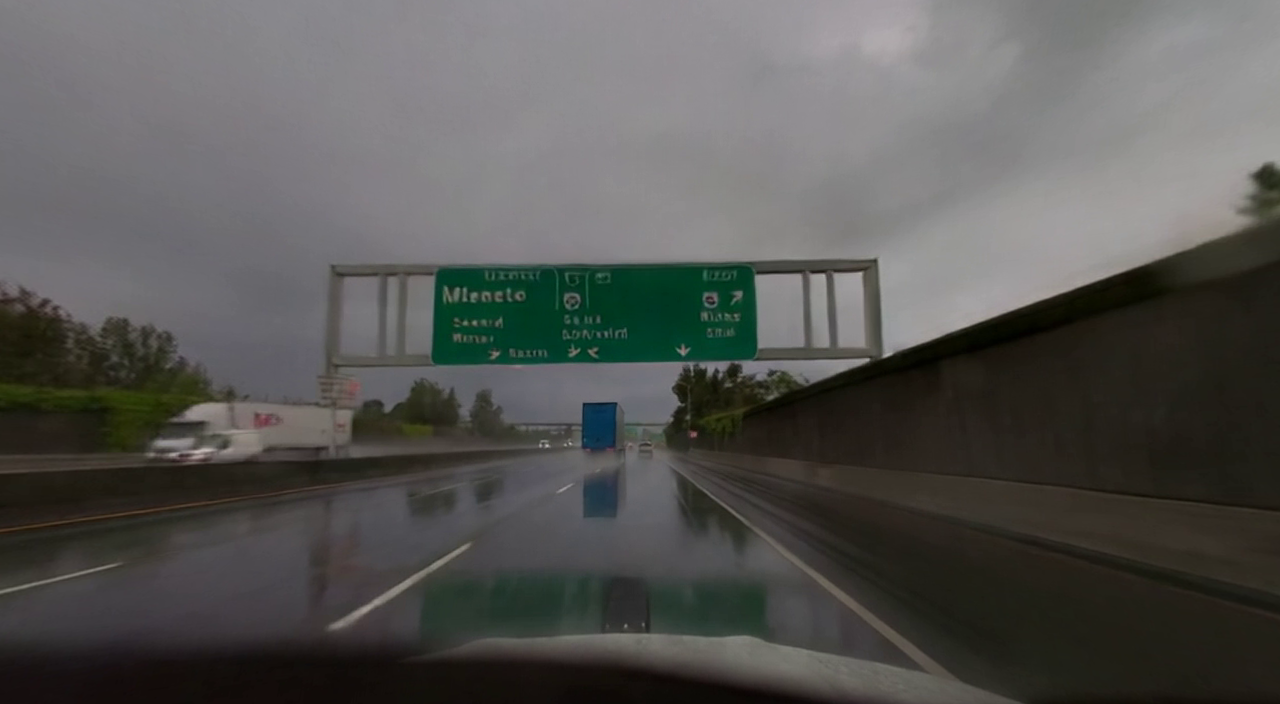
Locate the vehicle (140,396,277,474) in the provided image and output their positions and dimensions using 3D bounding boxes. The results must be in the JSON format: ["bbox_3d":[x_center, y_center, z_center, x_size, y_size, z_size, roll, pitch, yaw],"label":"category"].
[{"bbox_3d":[-22.725,4.446,33.588,2.928,3.764,5.866,0,-8,0],"label":"vehicle"}]
